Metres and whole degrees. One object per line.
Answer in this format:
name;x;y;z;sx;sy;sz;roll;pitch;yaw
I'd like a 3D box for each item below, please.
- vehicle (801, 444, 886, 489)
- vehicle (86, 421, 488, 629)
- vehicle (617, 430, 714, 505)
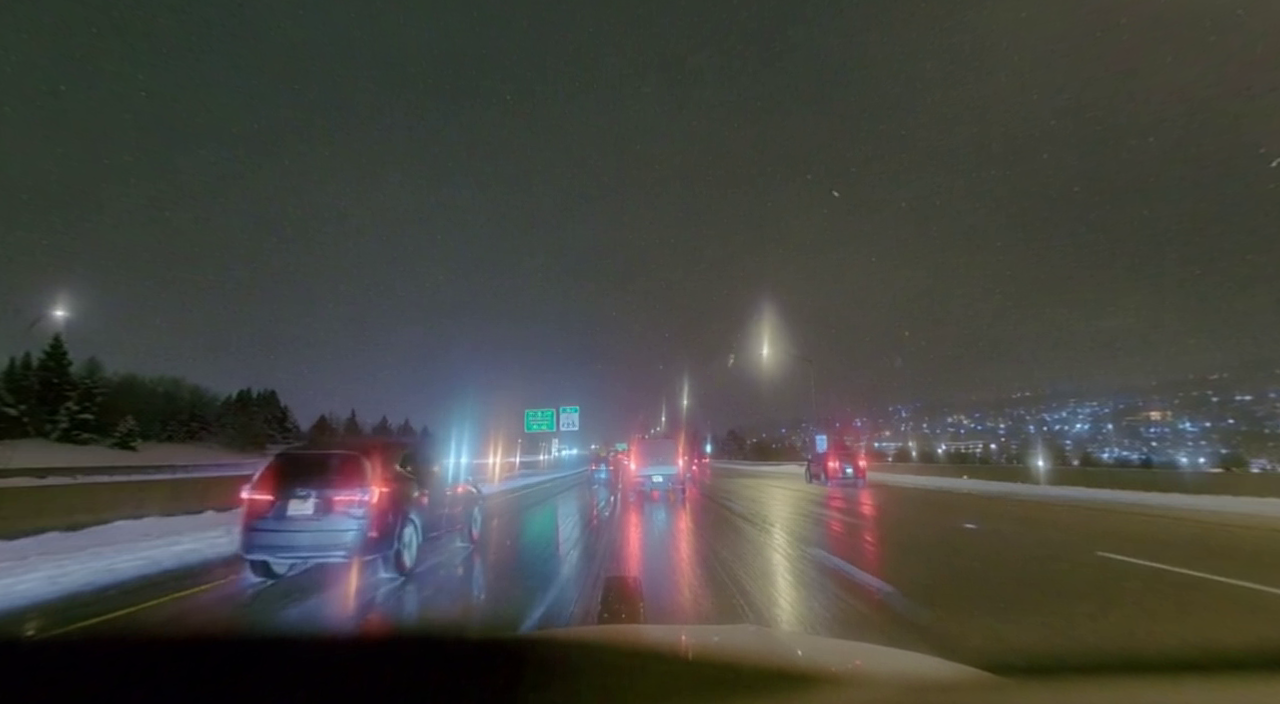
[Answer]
vehicle;8.786;4.984;27.611;2.133;1.770;4.537;0;-9;-1
vehicle;-3.348;1.726;7.182;2.099;1.640;4.134;-1;-9;1
vehicle;0.697;3.733;20.685;2.732;2.065;5.826;0;-9;0
